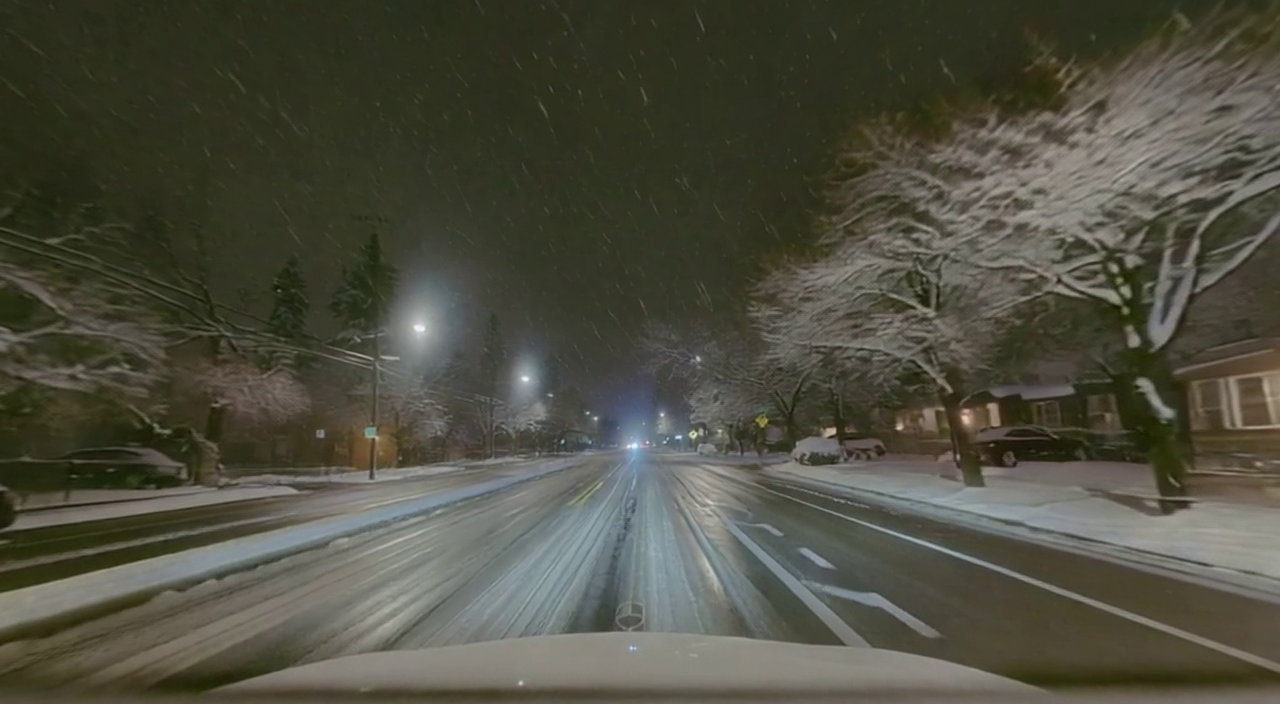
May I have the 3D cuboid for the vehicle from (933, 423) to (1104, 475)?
[{"bbox_3d":[13.674,3.494,23.146,4.907,1.693,2.081,-1,-7,13],"label":"vehicle"}]

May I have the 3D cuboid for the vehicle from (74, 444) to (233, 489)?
[{"bbox_3d":[-19.096,4.482,24.883,4.573,1.643,2.158,-2,-8,5],"label":"vehicle"}]
